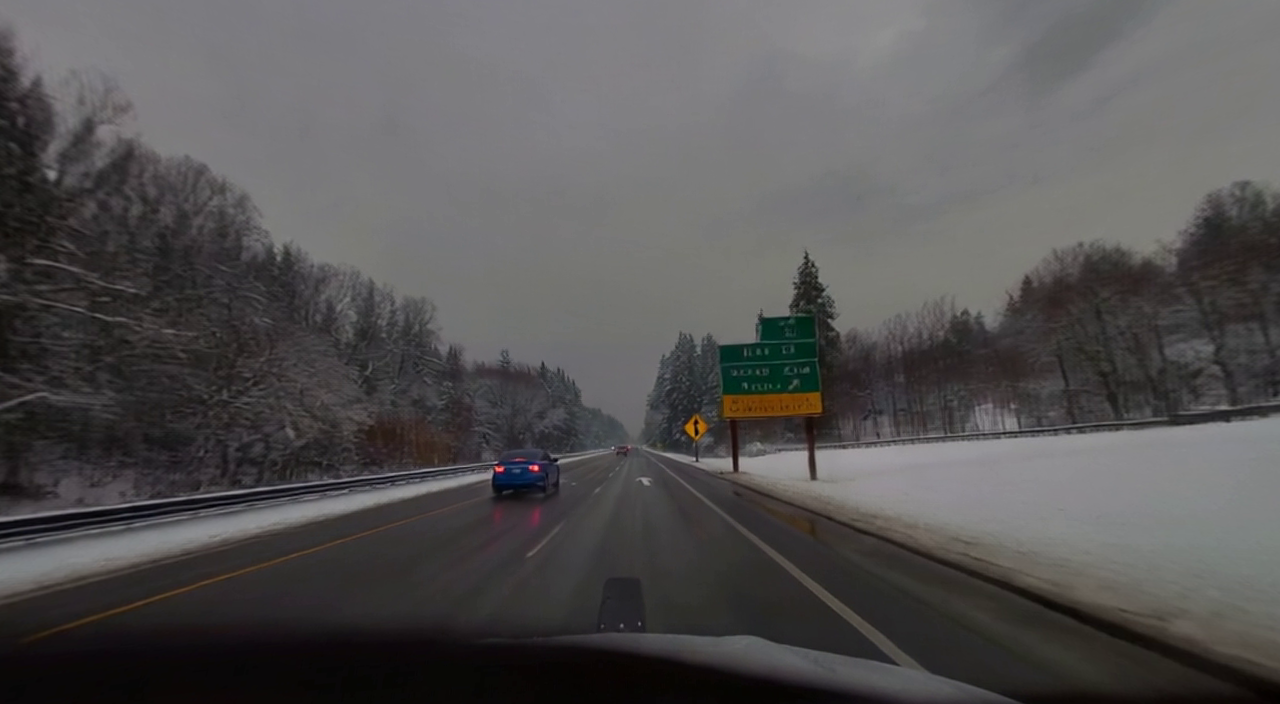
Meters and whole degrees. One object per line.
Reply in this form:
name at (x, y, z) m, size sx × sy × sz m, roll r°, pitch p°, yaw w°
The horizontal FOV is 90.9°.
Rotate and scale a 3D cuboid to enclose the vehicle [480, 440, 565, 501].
vehicle at (-3.239, 3.335, 18.038) m, size 1.675 × 1.537 × 3.574 m, roll -1°, pitch -9°, yaw 1°
